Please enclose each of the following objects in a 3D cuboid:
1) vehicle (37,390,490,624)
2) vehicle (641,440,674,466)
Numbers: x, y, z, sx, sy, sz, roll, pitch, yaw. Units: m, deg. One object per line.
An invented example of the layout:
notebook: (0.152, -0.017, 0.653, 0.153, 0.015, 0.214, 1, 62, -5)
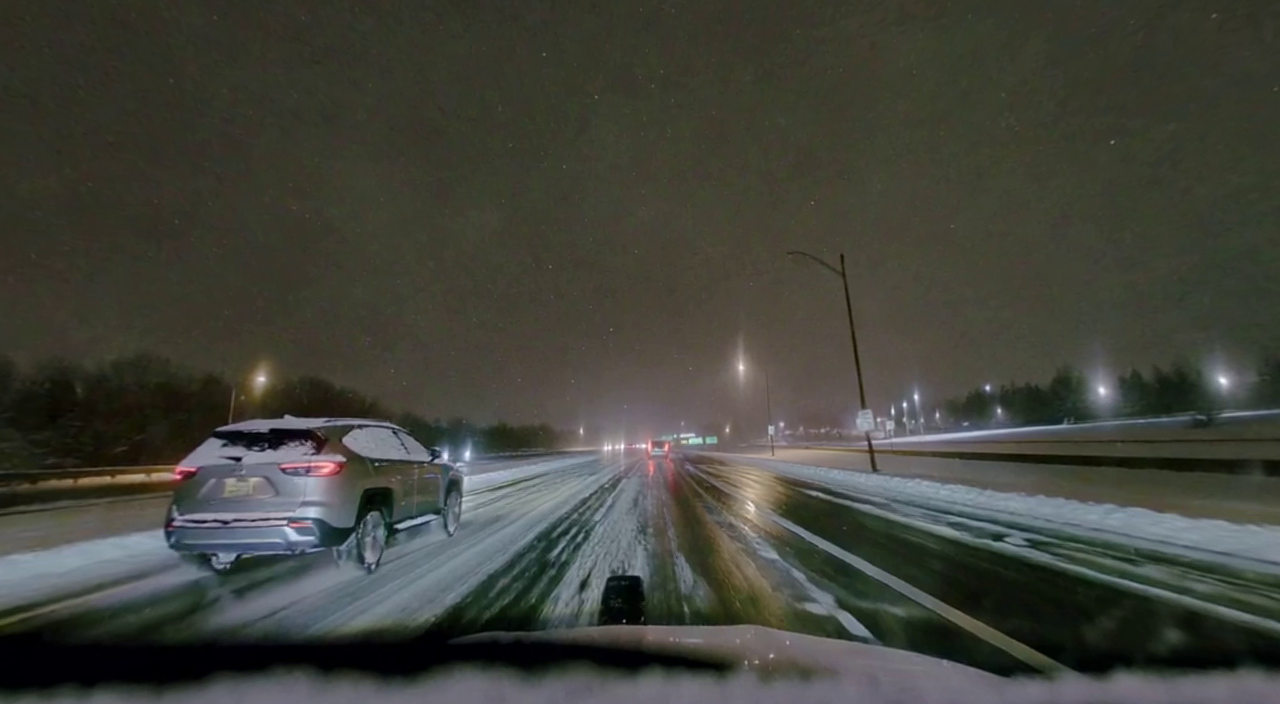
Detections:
vehicle: (-3.316, 1.475, 6.956, 2.143, 1.693, 4.513, 0, -9, 1)
vehicle: (1.122, 6.740, 42.053, 2.073, 1.621, 3.993, 0, -8, 0)
